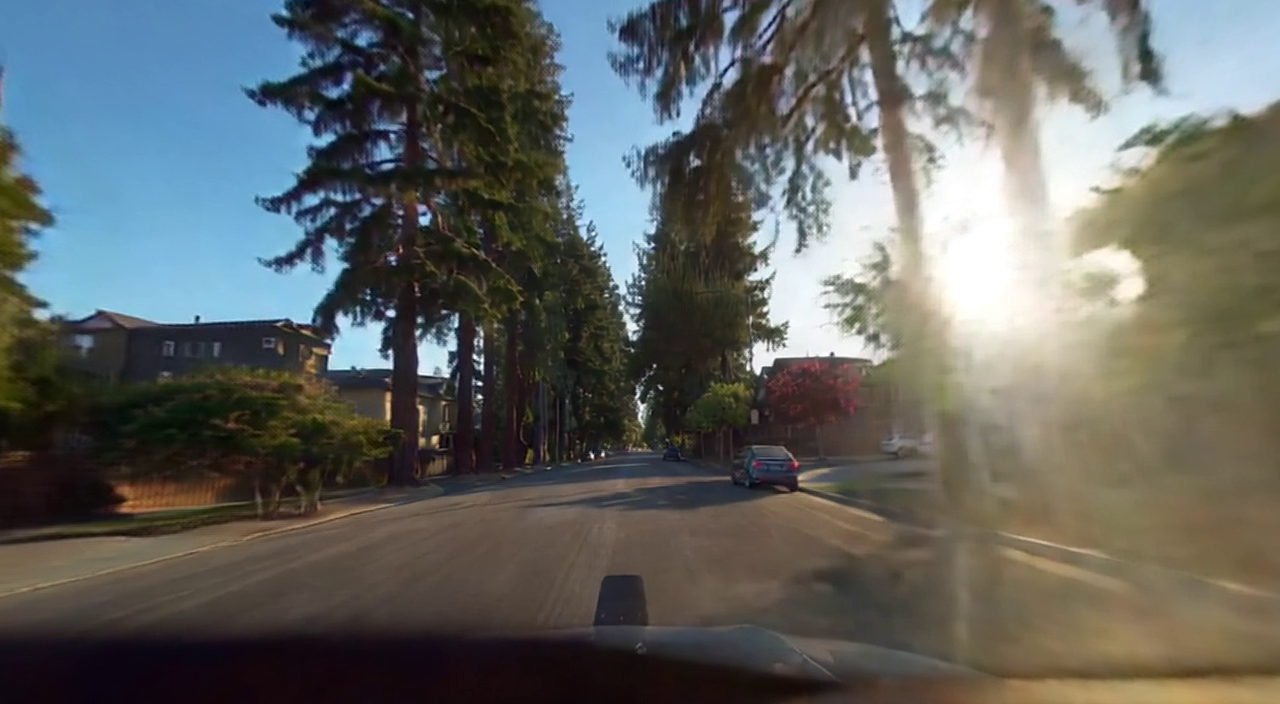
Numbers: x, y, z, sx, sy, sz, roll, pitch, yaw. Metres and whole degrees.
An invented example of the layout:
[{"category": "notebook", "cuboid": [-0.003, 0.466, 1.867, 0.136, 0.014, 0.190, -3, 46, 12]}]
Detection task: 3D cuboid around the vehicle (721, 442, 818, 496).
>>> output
[{"category": "vehicle", "cuboid": [3.852, 3.558, 19.623, 2.013, 1.473, 4.329, 0, -9, -1]}]
